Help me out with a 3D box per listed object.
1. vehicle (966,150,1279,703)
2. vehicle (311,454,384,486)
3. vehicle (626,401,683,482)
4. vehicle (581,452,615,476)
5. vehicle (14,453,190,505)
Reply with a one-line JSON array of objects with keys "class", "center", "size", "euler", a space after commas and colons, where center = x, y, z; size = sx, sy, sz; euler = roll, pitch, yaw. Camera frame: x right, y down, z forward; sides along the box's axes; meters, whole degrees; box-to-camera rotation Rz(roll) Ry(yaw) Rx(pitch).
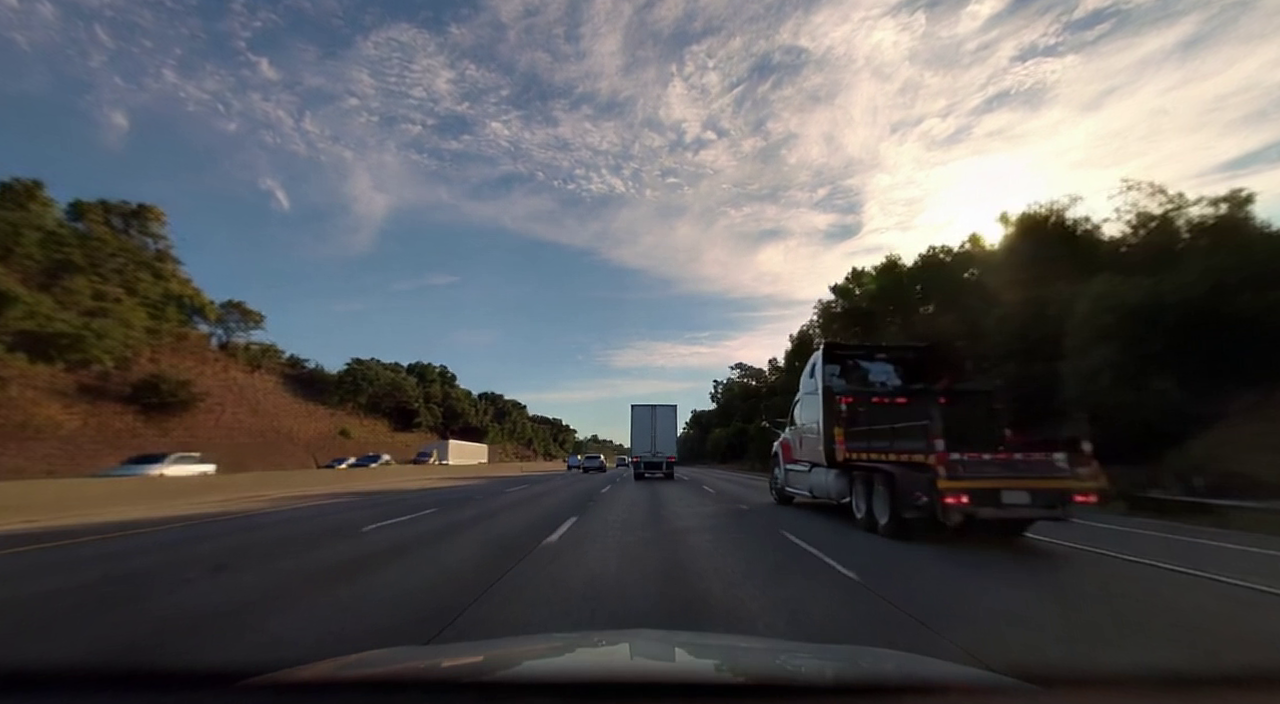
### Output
[{"class": "vehicle", "center": [4.634, 0.574, 4.365], "size": [2.565, 2.902, 3.798], "euler": [0, -9, 0]}, {"class": "vehicle", "center": [-14.219, 5.727, 30.854], "size": [1.790, 1.434, 3.534], "euler": [0, -9, 1]}, {"class": "vehicle", "center": [0.660, 5.454, 37.993], "size": [2.875, 4.056, 12.312], "euler": [0, -9, 0]}, {"class": "vehicle", "center": [-2.889, 7.809, 44.246], "size": [2.061, 1.555, 3.900], "euler": [0, -9, 0]}, {"class": "vehicle", "center": [-18.408, 4.326, 21.944], "size": [2.081, 1.575, 4.555], "euler": [0, -9, 0]}]
